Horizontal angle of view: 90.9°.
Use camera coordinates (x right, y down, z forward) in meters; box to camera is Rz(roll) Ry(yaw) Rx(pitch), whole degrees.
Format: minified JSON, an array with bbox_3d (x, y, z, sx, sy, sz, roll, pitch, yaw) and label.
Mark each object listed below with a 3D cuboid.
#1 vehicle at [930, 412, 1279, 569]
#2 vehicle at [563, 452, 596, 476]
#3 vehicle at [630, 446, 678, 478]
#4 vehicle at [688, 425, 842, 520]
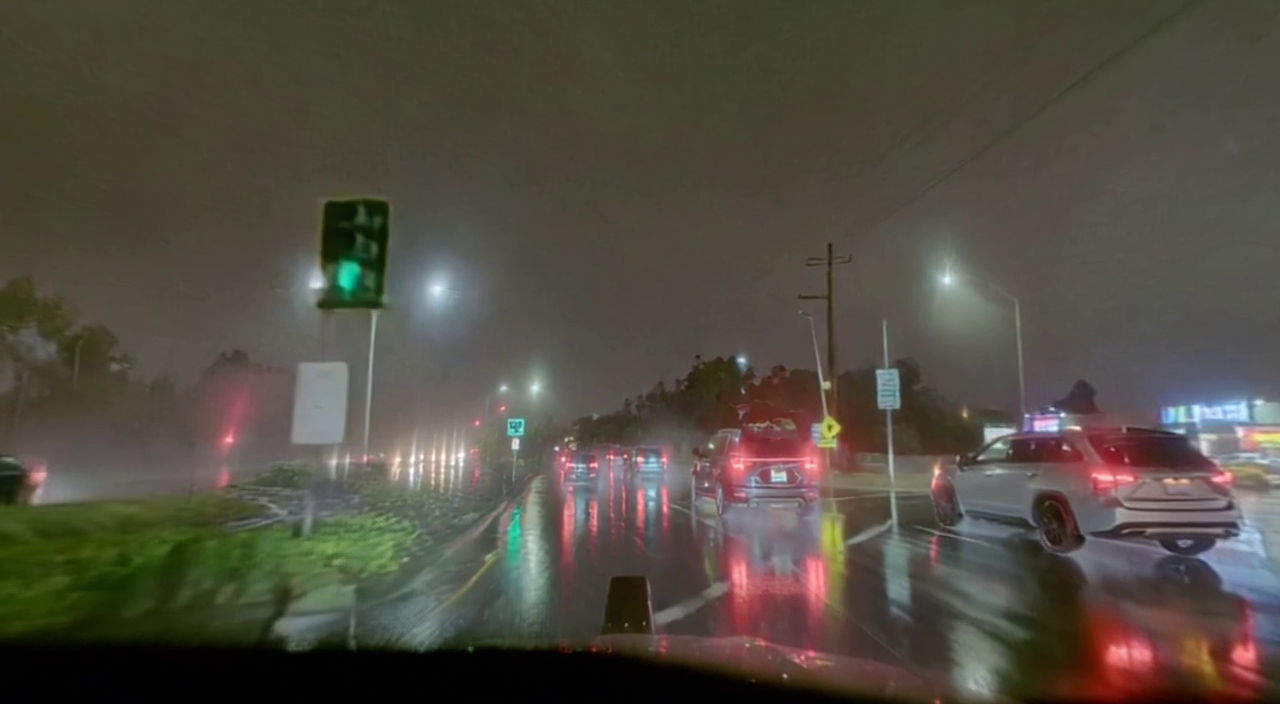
[{"bbox_3d":[6.077,1.756,8.737,1.881,1.604,4.289,1,-8,-3],"label":"vehicle"},{"bbox_3d":[-4.105,7.564,42.757,2.107,1.527,4.174,1,-8,-5],"label":"vehicle"},{"bbox_3d":[0.669,5.873,33.993,2.012,1.612,4.114,1,-8,-7],"label":"vehicle"},{"bbox_3d":[2.586,2.654,14.464,2.184,1.777,4.712,1,-8,-5],"label":"vehicle"}]
